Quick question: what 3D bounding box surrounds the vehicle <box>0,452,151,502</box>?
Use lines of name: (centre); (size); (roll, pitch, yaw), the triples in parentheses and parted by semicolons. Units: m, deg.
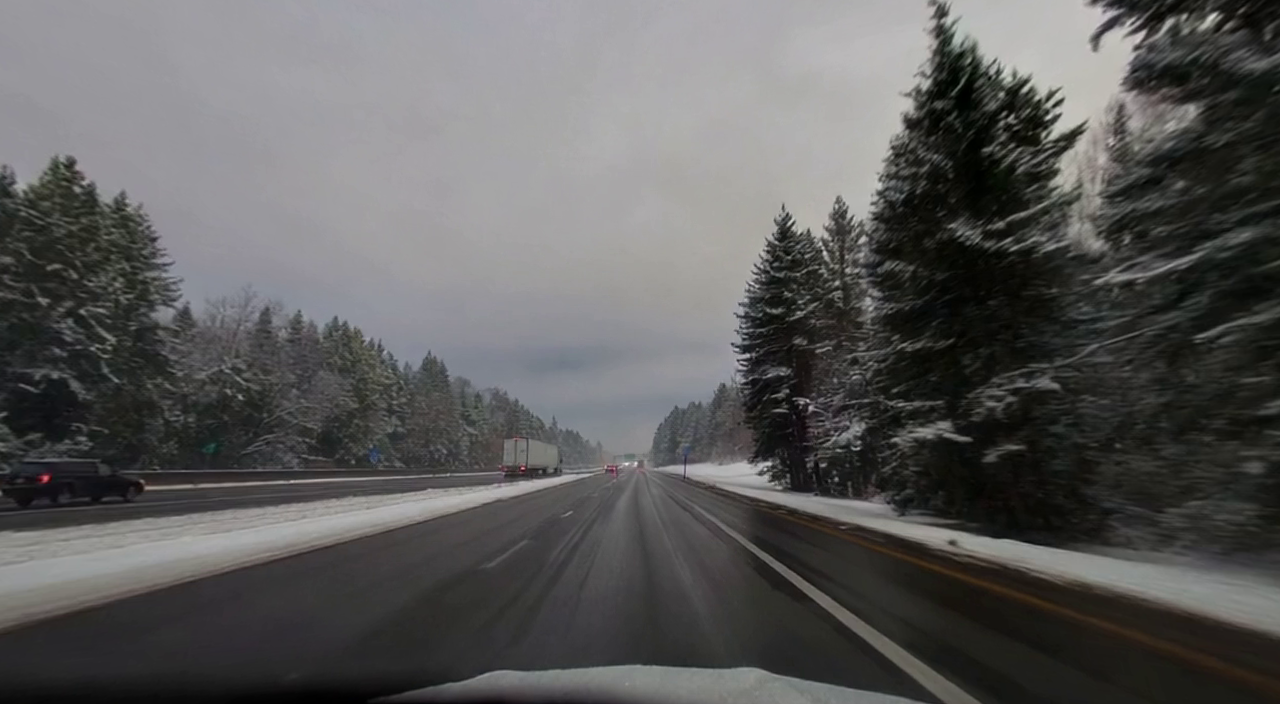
vehicle: (-18.442, 3.999, 20.334); (1.745, 1.430, 4.252); (0, -10, 2)
